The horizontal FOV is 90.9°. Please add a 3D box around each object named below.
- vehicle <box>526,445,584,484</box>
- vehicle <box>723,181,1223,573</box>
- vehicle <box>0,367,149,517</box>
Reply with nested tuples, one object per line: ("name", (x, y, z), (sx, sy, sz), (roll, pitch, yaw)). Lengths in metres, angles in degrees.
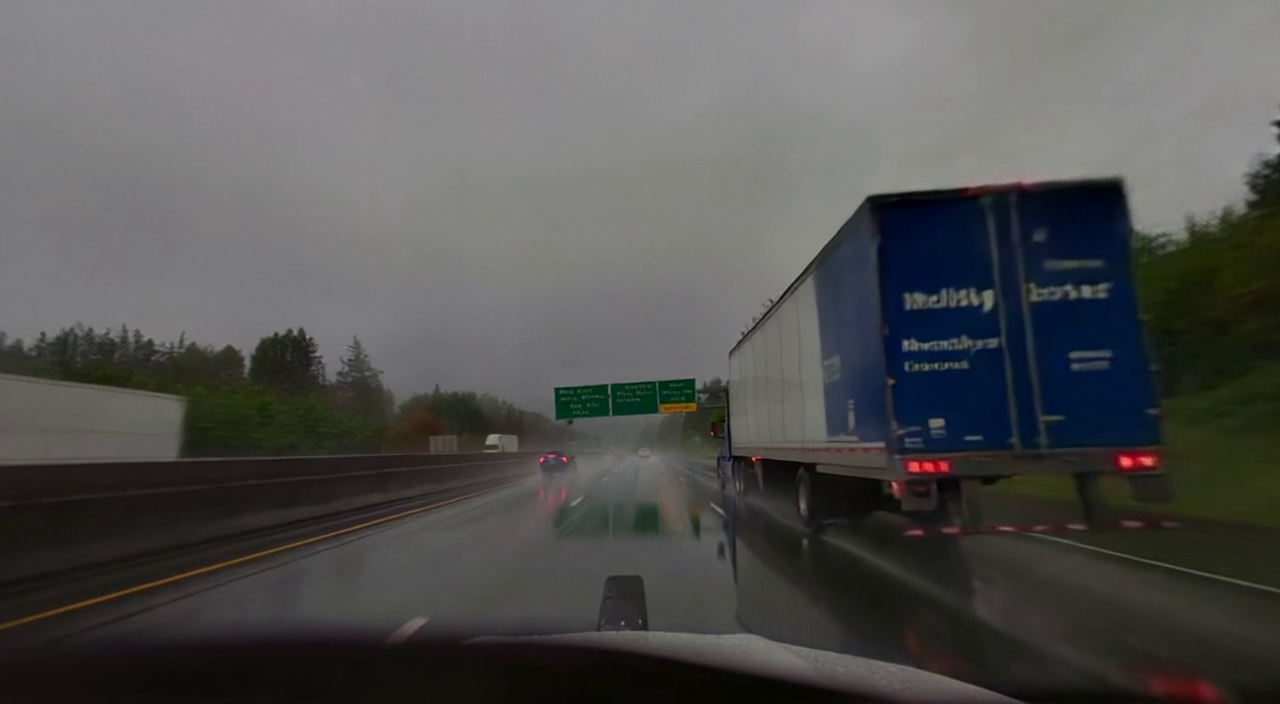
("vehicle", (-3.550, 4.790, 27.082), (1.918, 1.510, 4.006), (0, -9, 1))
("vehicle", (4.163, 1.240, 13.324), (3.025, 4.005, 14.010), (0, -9, 0))
("vehicle", (-19.084, 2.198, 15.525), (2.947, 4.086, 13.663), (0, -9, 0))
